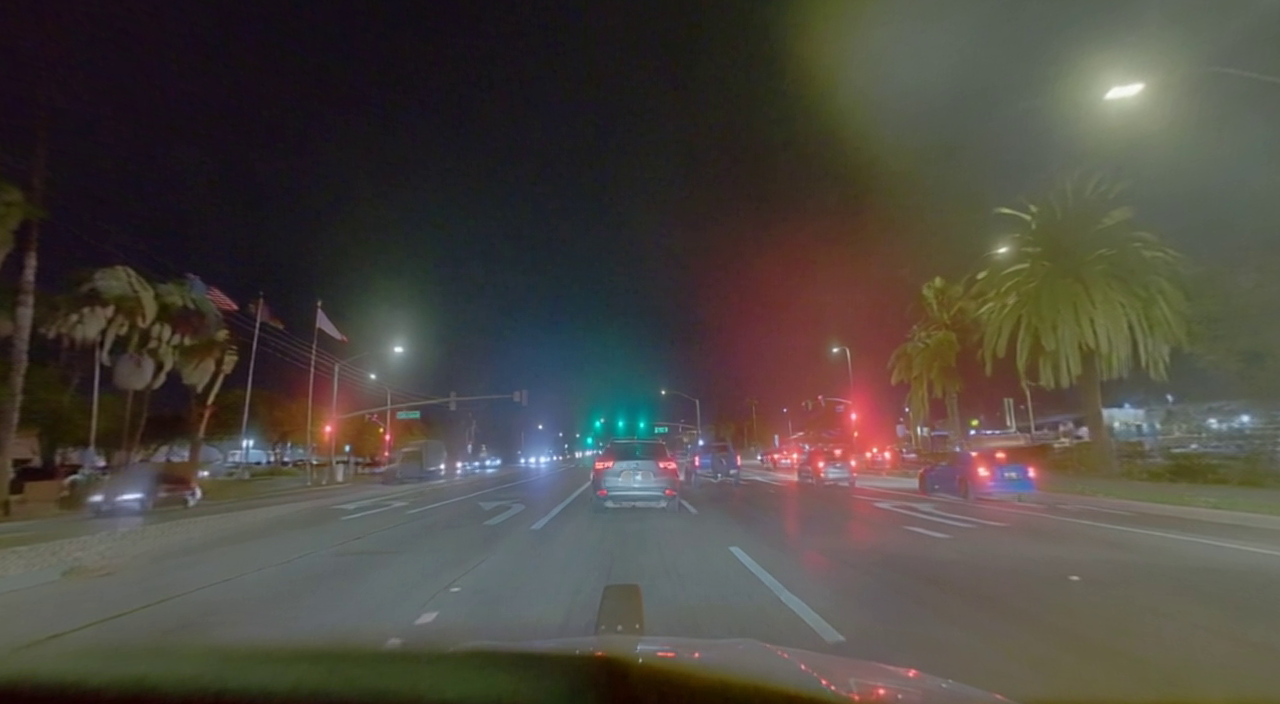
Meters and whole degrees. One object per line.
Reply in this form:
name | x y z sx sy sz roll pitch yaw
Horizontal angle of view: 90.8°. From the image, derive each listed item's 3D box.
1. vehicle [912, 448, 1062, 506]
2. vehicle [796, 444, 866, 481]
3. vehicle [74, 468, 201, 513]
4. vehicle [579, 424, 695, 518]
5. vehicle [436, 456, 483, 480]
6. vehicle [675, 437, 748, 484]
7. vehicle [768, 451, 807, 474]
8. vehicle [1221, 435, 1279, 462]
vehicle | 9.973 3.597 18.650 1.967 1.485 4.267 0 -9 0
vehicle | 9.952 5.795 33.346 2.155 1.779 4.582 0 -9 -2
vehicle | -21.784 5.988 27.682 1.873 1.484 4.571 -4 -9 0
vehicle | -0.099 2.826 15.475 2.402 1.938 4.535 0 -9 -1
vehicle | -12.227 7.857 43.153 1.965 1.475 4.209 0 -9 0
vehicle | 3.303 5.236 30.872 2.773 2.021 6.212 0 -9 -1
vehicle | 10.288 7.725 44.322 1.855 1.495 4.143 0 -9 1
vehicle | 36.349 5.550 36.258 1.839 1.455 4.395 0 -9 2
